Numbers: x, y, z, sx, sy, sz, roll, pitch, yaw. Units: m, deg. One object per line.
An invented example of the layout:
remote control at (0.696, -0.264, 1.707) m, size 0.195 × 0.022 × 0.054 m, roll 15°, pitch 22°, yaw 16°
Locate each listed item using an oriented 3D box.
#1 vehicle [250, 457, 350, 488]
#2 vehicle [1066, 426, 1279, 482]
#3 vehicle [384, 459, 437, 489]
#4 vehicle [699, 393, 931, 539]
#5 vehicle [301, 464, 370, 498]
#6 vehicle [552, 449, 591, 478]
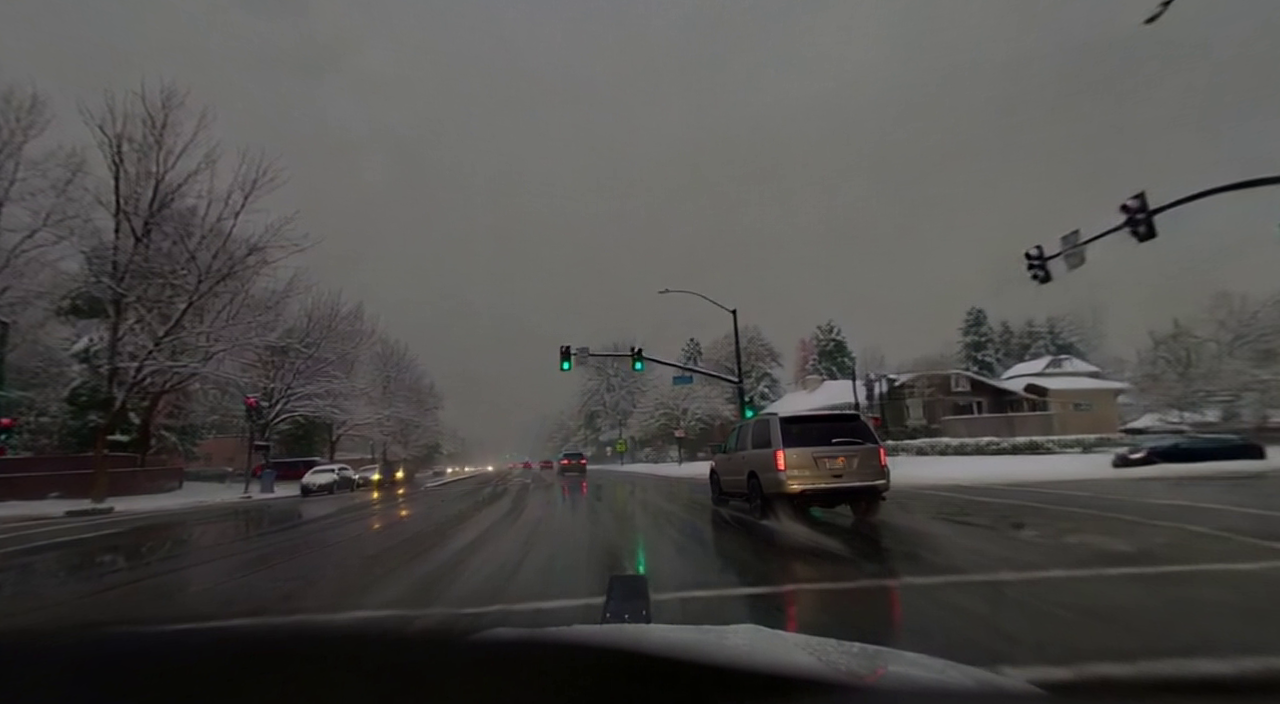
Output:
vehicle at (-24.023, 8.550, 44.819) m, size 5.734 × 1.950 × 2.287 m, roll 1°, pitch -8°, yaw -10°
vehicle at (15.137, 2.911, 18.075) m, size 4.413 × 1.449 × 1.963 m, roll 0°, pitch -8°, yaw -3°
vehicle at (-13.584, 7.220, 37.597) m, size 2.035 × 1.475 × 4.639 m, roll 0°, pitch -8°, yaw -8°
vehicle at (2.803, 2.036, 11.932) m, size 2.338 × 2.063 × 5.592 m, roll 0°, pitch -8°, yaw -5°
vehicle at (-16.552, 7.005, 34.516) m, size 1.955 × 1.509 × 4.640 m, roll -3°, pitch -9°, yaw -6°
vehicle at (-4.547, 7.278, 41.337) m, size 2.138 × 1.729 × 4.178 m, roll 1°, pitch -8°, yaw -11°
